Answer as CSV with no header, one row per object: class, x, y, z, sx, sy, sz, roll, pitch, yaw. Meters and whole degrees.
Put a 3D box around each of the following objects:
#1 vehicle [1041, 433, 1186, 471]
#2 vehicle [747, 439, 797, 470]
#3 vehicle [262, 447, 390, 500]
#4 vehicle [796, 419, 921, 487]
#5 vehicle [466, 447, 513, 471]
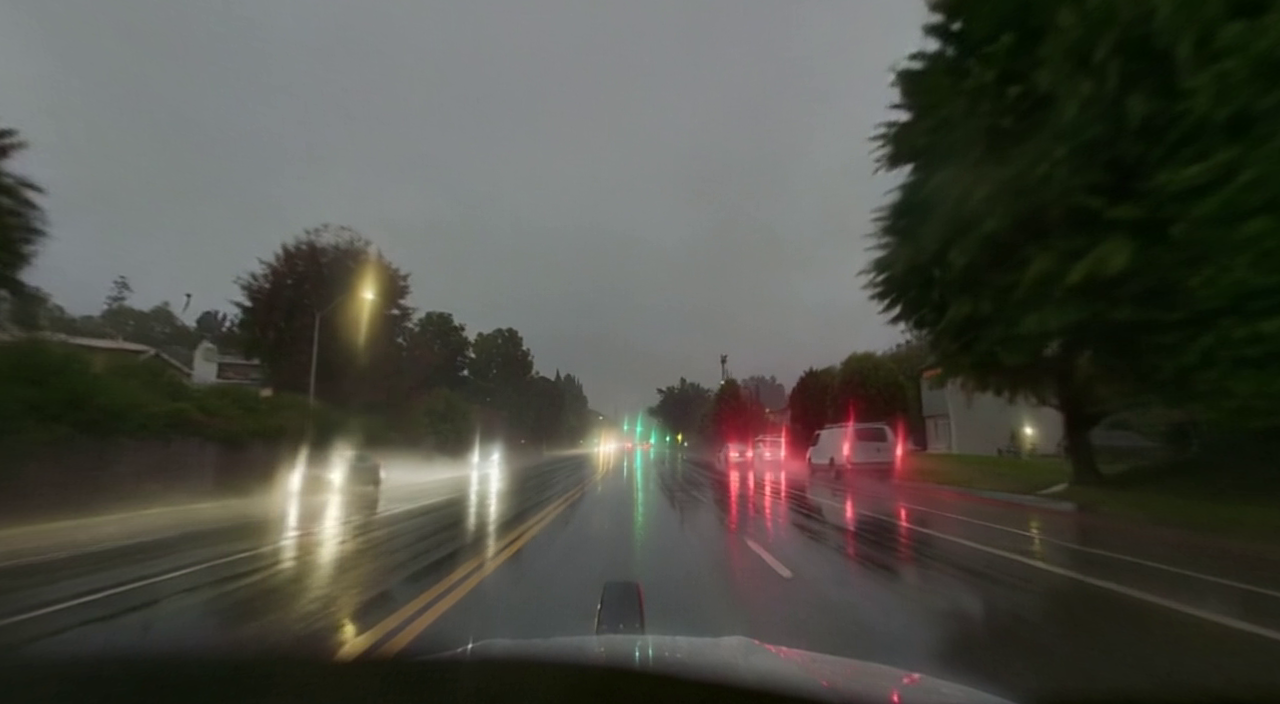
vehicle,19.549,4.120,26.298,4.336,1.480,1.926,-2,-8,16
vehicle,7.431,5.818,35.932,1.965,1.623,4.096,0,-8,1
vehicle,-10.000,3.865,20.582,1.958,1.524,4.314,0,-8,0
vehicle,7.480,3.542,22.444,2.278,2.079,5.861,0,-8,0
vehicle,-9.742,6.929,41.335,1.910,1.452,4.447,0,-8,1
